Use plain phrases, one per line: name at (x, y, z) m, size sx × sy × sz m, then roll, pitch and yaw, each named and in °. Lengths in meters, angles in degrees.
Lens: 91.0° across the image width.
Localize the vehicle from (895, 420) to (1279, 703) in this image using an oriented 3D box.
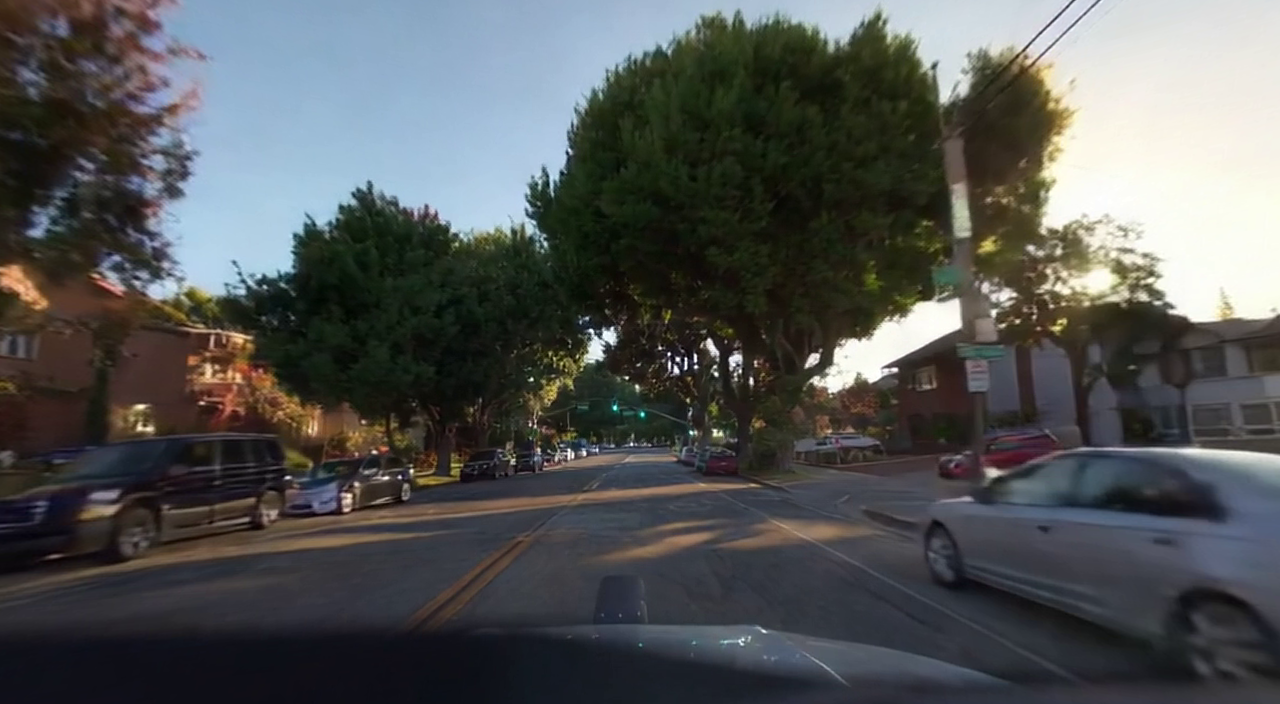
vehicle at (3.645, 1.264, 4.204) m, size 2.033 × 1.467 × 4.471 m, roll 0°, pitch -9°, yaw 1°

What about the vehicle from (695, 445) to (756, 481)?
vehicle at (3.754, 4.966, 28.488) m, size 2.005 × 1.466 × 4.767 m, roll 0°, pitch -9°, yaw -1°

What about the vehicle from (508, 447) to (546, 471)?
vehicle at (-7.963, 7.541, 44.552) m, size 1.976 × 1.554 × 3.654 m, roll 0°, pitch -9°, yaw 1°

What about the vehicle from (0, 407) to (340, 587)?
vehicle at (-7.495, 2.037, 9.904) m, size 2.613 × 1.959 × 5.843 m, roll 0°, pitch -9°, yaw 0°
